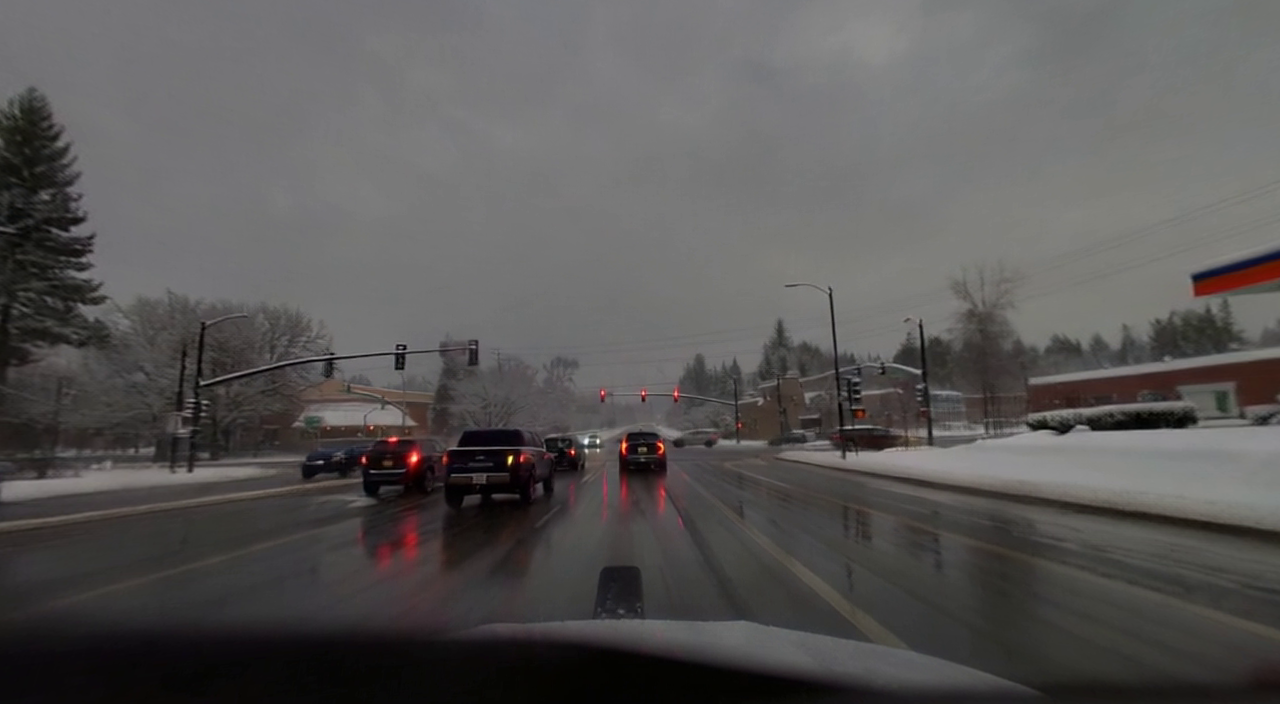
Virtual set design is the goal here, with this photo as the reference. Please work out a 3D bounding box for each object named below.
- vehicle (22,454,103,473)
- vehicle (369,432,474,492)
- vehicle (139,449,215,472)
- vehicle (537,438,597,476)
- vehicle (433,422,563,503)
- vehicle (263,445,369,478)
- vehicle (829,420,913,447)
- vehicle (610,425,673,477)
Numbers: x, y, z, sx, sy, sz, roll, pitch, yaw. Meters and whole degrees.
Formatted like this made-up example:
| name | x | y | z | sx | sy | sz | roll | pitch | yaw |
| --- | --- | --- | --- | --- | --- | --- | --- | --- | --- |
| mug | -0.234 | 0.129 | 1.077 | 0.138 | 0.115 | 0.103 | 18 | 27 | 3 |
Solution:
| name | x | y | z | sx | sy | sz | roll | pitch | yaw |
| --- | --- | --- | --- | --- | --- | --- | --- | --- | --- |
| vehicle | -45.636 | 8.780 | 49.974 | 4.577 | 1.445 | 1.856 | 0 | -8 | 2 |
| vehicle | -6.407 | 3.270 | 19.005 | 1.790 | 1.605 | 3.696 | 0 | -9 | 0 |
| vehicle | -36.296 | 8.517 | 49.612 | 4.661 | 1.456 | 1.817 | -3 | -7 | 2 |
| vehicle | -2.929 | 4.318 | 26.147 | 1.881 | 1.424 | 4.098 | 0 | -9 | 2 |
| vehicle | -3.310 | 2.692 | 15.685 | 2.096 | 1.718 | 4.266 | 0 | -9 | 2 |
| vehicle | -17.176 | 5.818 | 33.966 | 2.299 | 1.616 | 5.765 | -1 | -9 | 5 |
| vehicle | 18.189 | 6.456 | 49.784 | 5.782 | 1.950 | 2.225 | -5 | -10 | 30 |
| vehicle | 0.089 | 3.872 | 24.877 | 2.224 | 1.819 | 5.005 | 0 | -8 | 1 |
